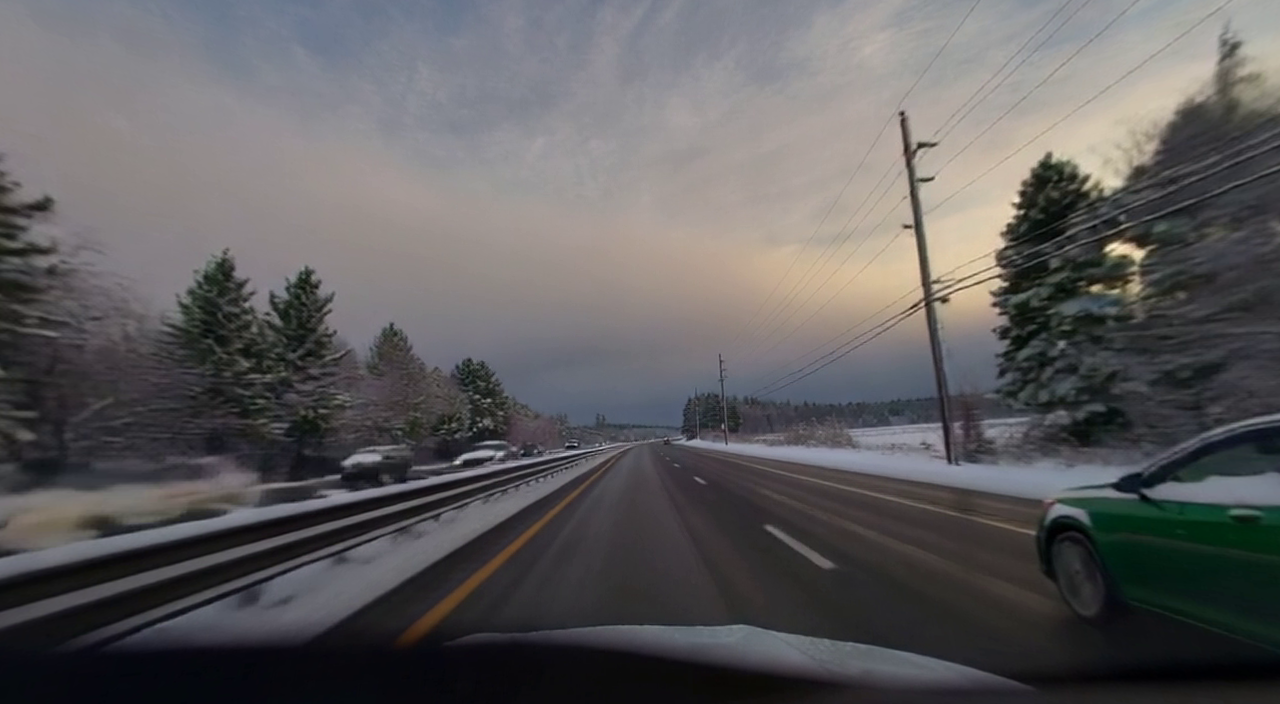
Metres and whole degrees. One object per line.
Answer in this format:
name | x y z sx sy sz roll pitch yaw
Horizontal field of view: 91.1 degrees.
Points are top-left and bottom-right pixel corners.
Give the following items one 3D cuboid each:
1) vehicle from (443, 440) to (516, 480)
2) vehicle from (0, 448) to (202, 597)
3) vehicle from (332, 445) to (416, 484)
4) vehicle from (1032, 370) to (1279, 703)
vehicle | -6.953 4.706 27.696 2.091 1.587 4.158 0 -8 1
vehicle | -7.578 1.911 7.428 2.000 1.485 3.887 0 -8 -1
vehicle | -11.177 4.702 26.643 1.908 1.498 3.773 0 -8 0
vehicle | 3.733 0.798 2.226 2.032 1.562 4.029 0 -8 0
